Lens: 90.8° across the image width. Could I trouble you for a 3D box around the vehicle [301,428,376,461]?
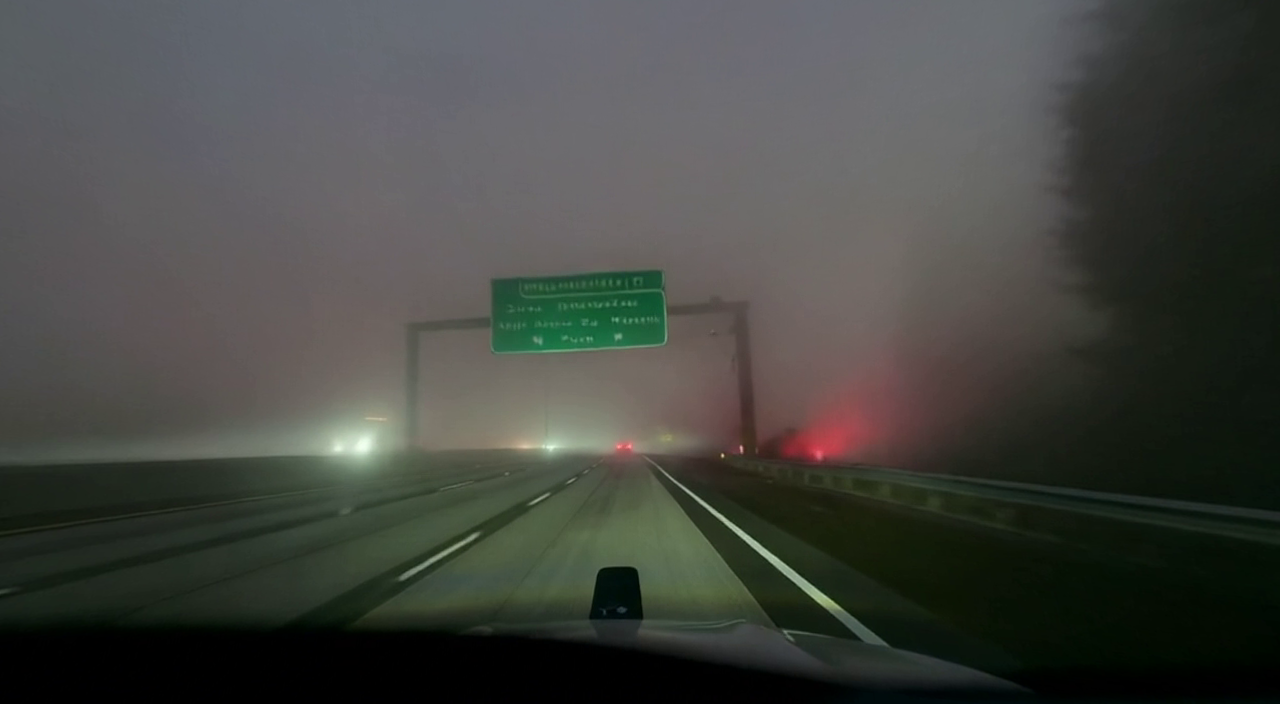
[{"bbox_3d":[-22.052,6.829,46.530,2.297,2.239,6.653,0,-9,-1],"label":"vehicle"}]
